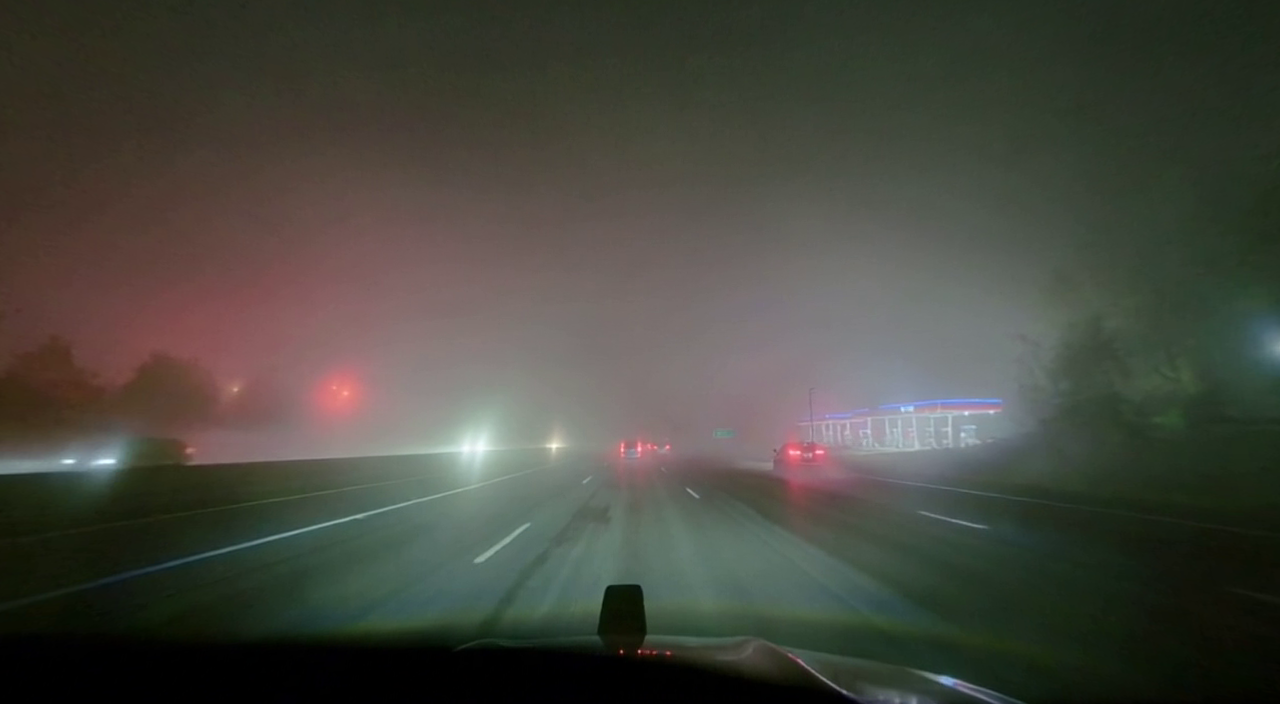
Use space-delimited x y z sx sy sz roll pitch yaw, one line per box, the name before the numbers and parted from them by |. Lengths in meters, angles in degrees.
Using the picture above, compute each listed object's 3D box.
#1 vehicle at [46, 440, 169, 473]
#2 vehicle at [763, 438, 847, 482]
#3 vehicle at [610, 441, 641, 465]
vehicle | -26.317 5.155 31.445 1.913 1.521 4.912 0 -8 -1
vehicle | 5.886 3.888 23.041 1.867 1.463 4.295 0 -8 -1
vehicle | -1.014 6.794 42.593 1.999 1.473 4.351 0 -8 -2
